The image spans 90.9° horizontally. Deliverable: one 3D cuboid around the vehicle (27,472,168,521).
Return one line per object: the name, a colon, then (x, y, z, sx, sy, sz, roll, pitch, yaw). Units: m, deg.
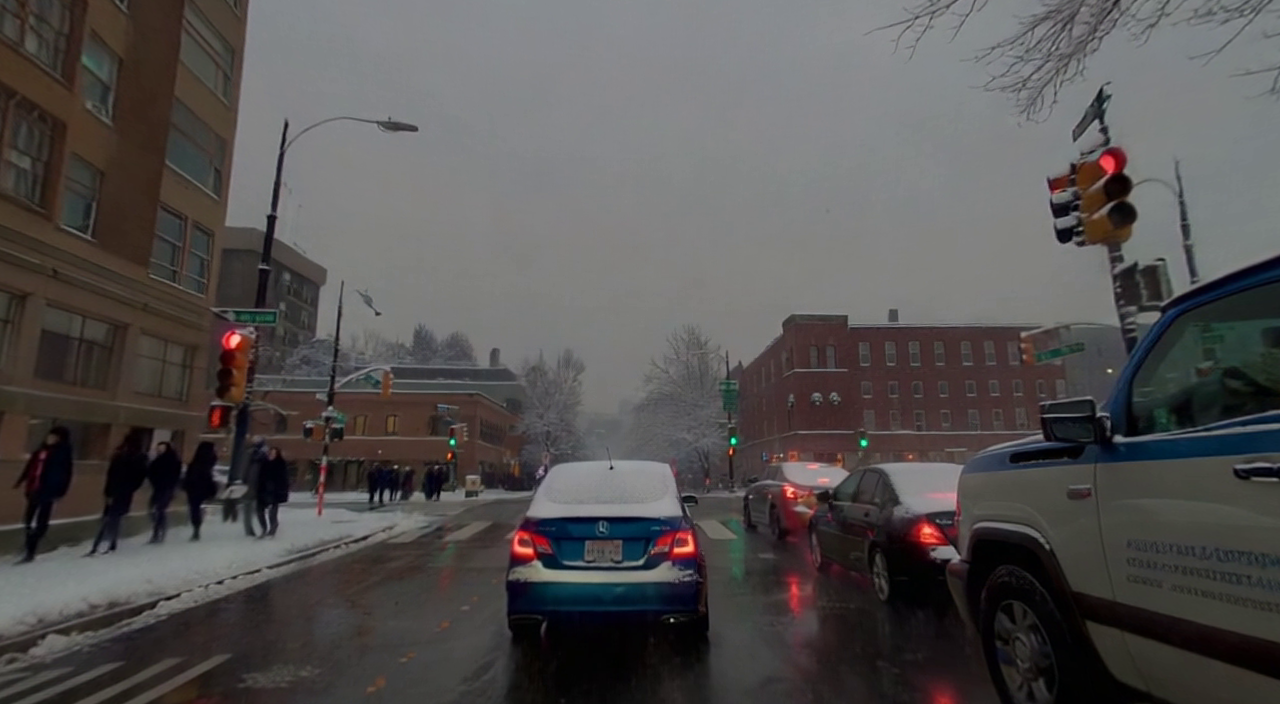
vehicle: (-25.486, 6.771, 29.740, 4.588, 2.048, 2.110, 0, -9, 0)

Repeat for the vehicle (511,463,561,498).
vehicle: (-6.330, 7.878, 39.009, 2.226, 1.896, 4.438, -1, -9, 1)

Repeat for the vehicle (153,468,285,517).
vehicle: (-19.773, 6.592, 29.738, 4.750, 2.083, 2.002, -1, -9, 3)

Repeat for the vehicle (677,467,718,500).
vehicle: (3.480, 8.051, 38.819, 1.908, 1.741, 4.066, 0, -9, -3)

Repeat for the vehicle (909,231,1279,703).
vehicle: (3.217, 0.545, 1.266, 2.632, 1.979, 6.096, 0, -9, 0)
